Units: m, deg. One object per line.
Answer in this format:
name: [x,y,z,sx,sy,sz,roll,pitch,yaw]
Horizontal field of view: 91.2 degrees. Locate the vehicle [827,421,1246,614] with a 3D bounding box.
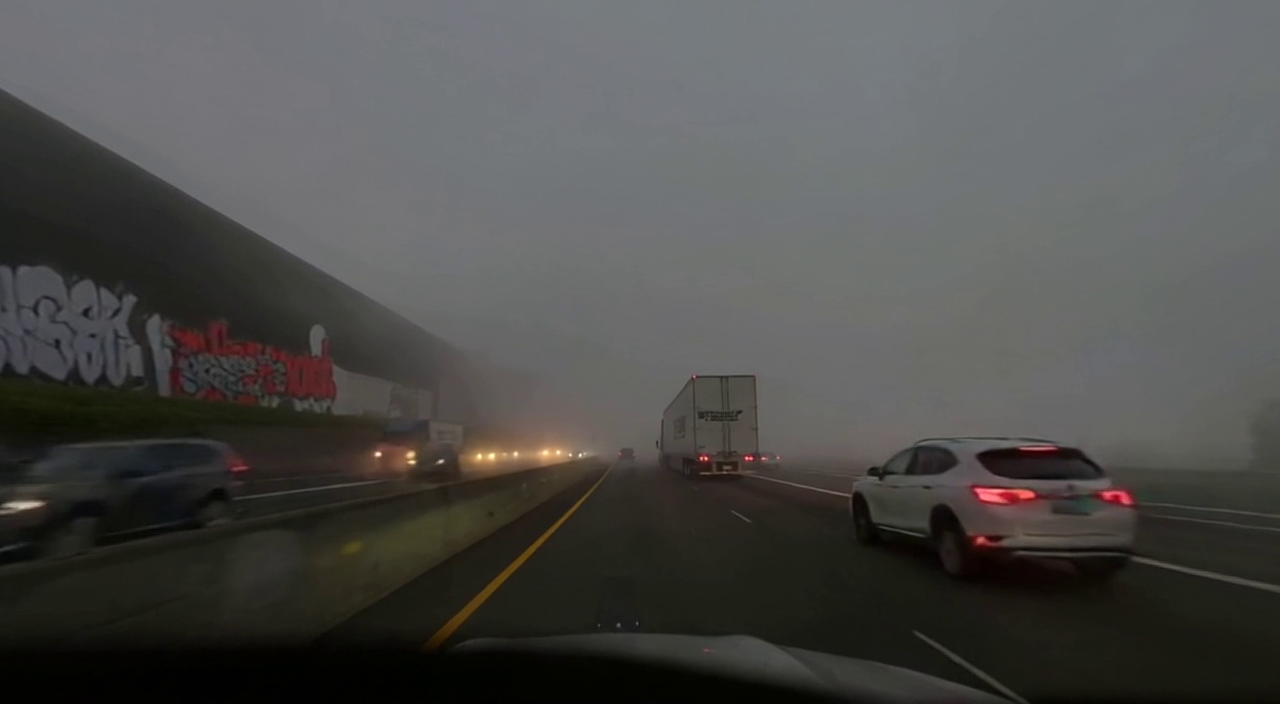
vehicle: [3.999,1.730,7.537,2.085,1.588,4.436,0,-9,-1]

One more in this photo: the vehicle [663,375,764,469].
vehicle: [3.672,4.574,37.624,3.317,4.314,17.803,0,-9,-2]

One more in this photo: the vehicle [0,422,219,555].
vehicle: [-8.327,1.844,8.916,1.892,1.508,3.980,0,-9,0]

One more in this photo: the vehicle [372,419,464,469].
vehicle: [-16.834,7.188,48.671,3.471,3.416,11.022,1,-9,-2]
